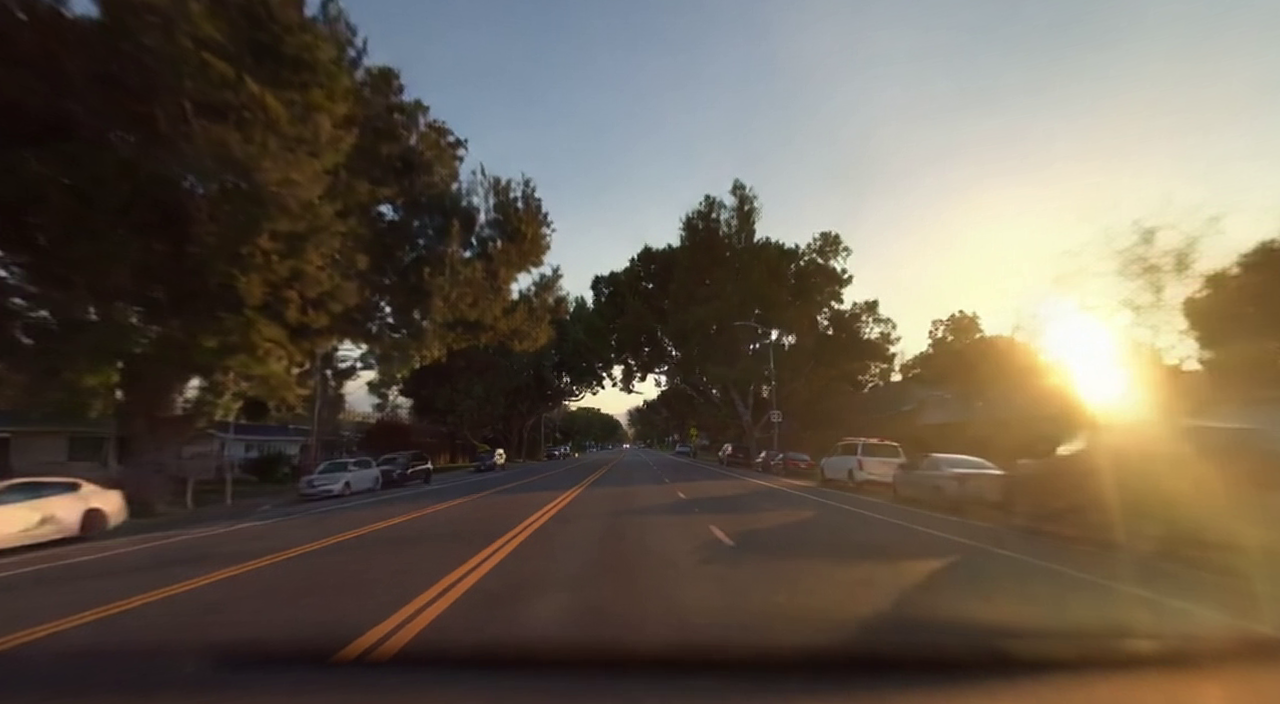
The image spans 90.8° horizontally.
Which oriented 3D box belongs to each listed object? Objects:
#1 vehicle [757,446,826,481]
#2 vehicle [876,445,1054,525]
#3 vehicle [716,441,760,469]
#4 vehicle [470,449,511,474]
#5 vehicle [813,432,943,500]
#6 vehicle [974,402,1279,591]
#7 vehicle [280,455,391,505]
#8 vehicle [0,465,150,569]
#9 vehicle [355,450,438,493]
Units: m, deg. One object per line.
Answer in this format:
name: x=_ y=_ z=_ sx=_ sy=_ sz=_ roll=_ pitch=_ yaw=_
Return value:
vehicle: x=7.114 y=5.263 z=30.166 sx=1.982 sy=1.479 sz=4.687 roll=0 pitch=-9 yaw=-2
vehicle: x=6.793 y=2.777 z=13.871 sx=1.882 sy=1.433 sz=4.622 roll=-2 pitch=-9 yaw=6
vehicle: x=6.776 y=7.177 z=44.188 sx=2.087 sy=1.762 sz=5.493 roll=0 pitch=-9 yaw=-1
vehicle: x=-11.132 y=8.199 z=47.364 sx=2.048 sy=1.692 sz=4.635 roll=-2 pitch=-9 yaw=0
vehicle: x=7.210 y=3.498 z=19.883 sx=2.064 sy=1.802 sz=5.293 roll=-1 pitch=-9 yaw=1
vehicle: x=7.167 y=1.833 z=8.965 sx=2.103 sy=1.912 sz=4.892 roll=0 pitch=-9 yaw=-1
vehicle: x=-10.828 y=4.550 z=22.833 sx=1.840 sy=1.526 sz=4.214 roll=-1 pitch=-9 yaw=1
vehicle: x=-10.805 y=2.664 z=10.184 sx=2.007 sy=1.528 sz=4.710 roll=-2 pitch=-9 yaw=0
vehicle: x=-10.711 y=5.288 z=28.179 sx=1.974 sy=1.682 sz=4.339 roll=-2 pitch=-9 yaw=0
